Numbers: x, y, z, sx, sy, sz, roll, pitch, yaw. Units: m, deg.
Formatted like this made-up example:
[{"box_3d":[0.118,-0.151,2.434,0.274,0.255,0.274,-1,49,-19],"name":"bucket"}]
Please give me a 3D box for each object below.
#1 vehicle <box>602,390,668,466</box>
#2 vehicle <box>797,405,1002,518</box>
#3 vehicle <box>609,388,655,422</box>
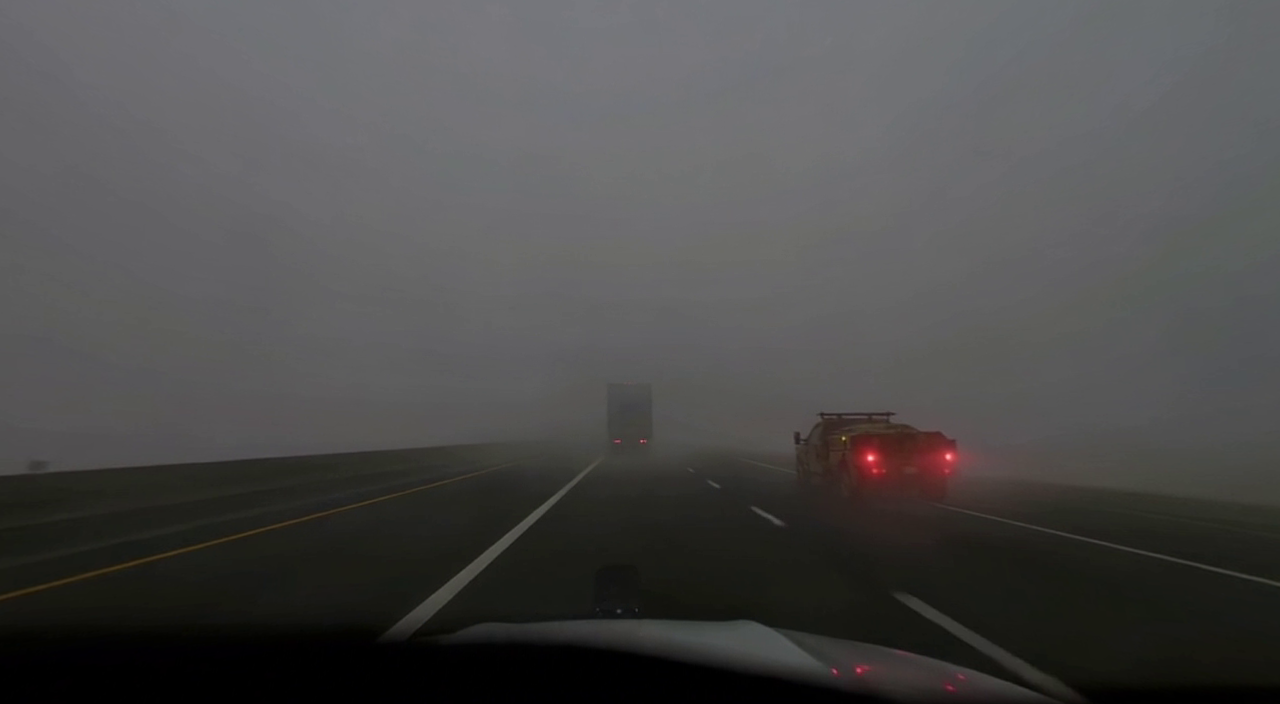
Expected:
[{"box_3d":[-0.499,4.196,35.193,2.953,3.406,13.372,1,-7,-2],"name":"vehicle"},{"box_3d":[4.818,2.089,12.615,2.091,1.829,4.625,0,-8,-1],"name":"vehicle"},{"box_3d":[-0.385,2.647,30.801,2.112,1.472,4.240,0,-8,-1],"name":"vehicle"}]
